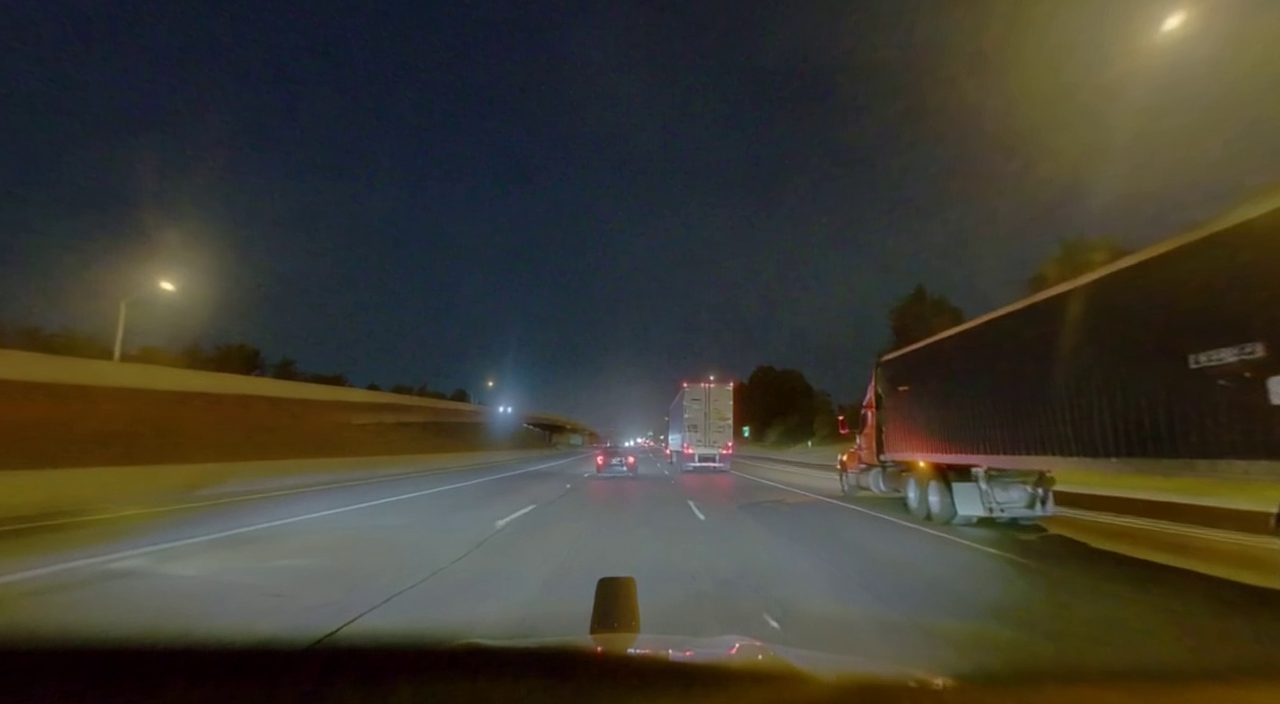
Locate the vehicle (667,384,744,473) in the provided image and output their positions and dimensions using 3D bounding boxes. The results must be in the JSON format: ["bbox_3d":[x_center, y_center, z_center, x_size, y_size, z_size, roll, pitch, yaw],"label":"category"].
[{"bbox_3d":[3.193,4.222,33.839,2.964,4.063,10.072,0,-9,0],"label":"vehicle"}]

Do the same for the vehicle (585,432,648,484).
[{"bbox_3d":[-0.749,3.884,23.306,2.077,1.716,4.514,0,-9,1],"label":"vehicle"}]
